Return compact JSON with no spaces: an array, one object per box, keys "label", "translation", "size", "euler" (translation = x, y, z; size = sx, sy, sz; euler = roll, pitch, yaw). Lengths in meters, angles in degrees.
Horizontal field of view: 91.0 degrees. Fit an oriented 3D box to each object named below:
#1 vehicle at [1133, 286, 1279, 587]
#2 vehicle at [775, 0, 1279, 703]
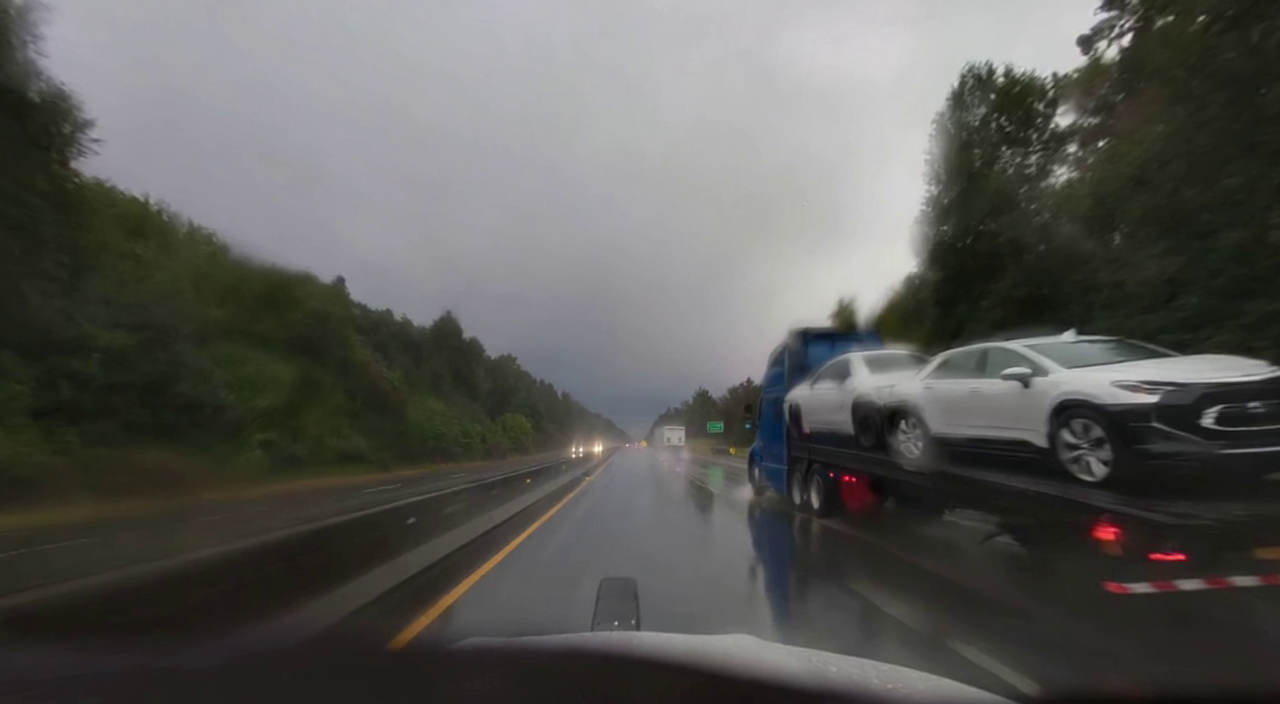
[{"label":"vehicle","translation":[4.404,0.171,2.036],"size":[2.048,1.580,4.334],"euler":[-4,-10,1]},{"label":"vehicle","translation":[4.385,0.016,3.853],"size":[2.846,3.782,16.985],"euler":[0,-8,-2]}]
